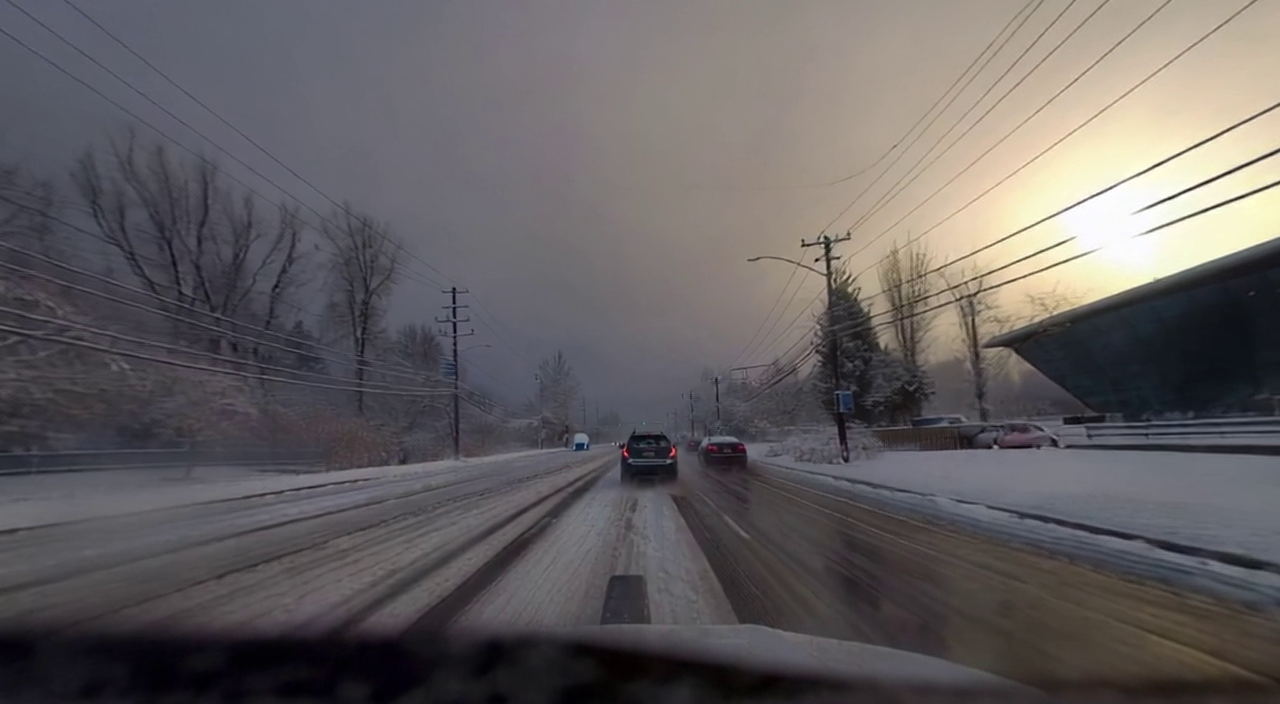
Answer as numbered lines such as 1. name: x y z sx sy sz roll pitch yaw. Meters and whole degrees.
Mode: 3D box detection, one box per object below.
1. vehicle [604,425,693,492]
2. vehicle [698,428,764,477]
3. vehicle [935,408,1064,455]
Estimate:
1. vehicle: 0.202 2.955 17.759 2.200 1.653 4.127 0 -8 0
2. vehicle: 3.441 3.872 24.490 1.914 1.698 4.049 0 -8 -1
3. vehicle: 15.827 3.552 27.892 4.366 1.701 1.965 -4 -9 -1
